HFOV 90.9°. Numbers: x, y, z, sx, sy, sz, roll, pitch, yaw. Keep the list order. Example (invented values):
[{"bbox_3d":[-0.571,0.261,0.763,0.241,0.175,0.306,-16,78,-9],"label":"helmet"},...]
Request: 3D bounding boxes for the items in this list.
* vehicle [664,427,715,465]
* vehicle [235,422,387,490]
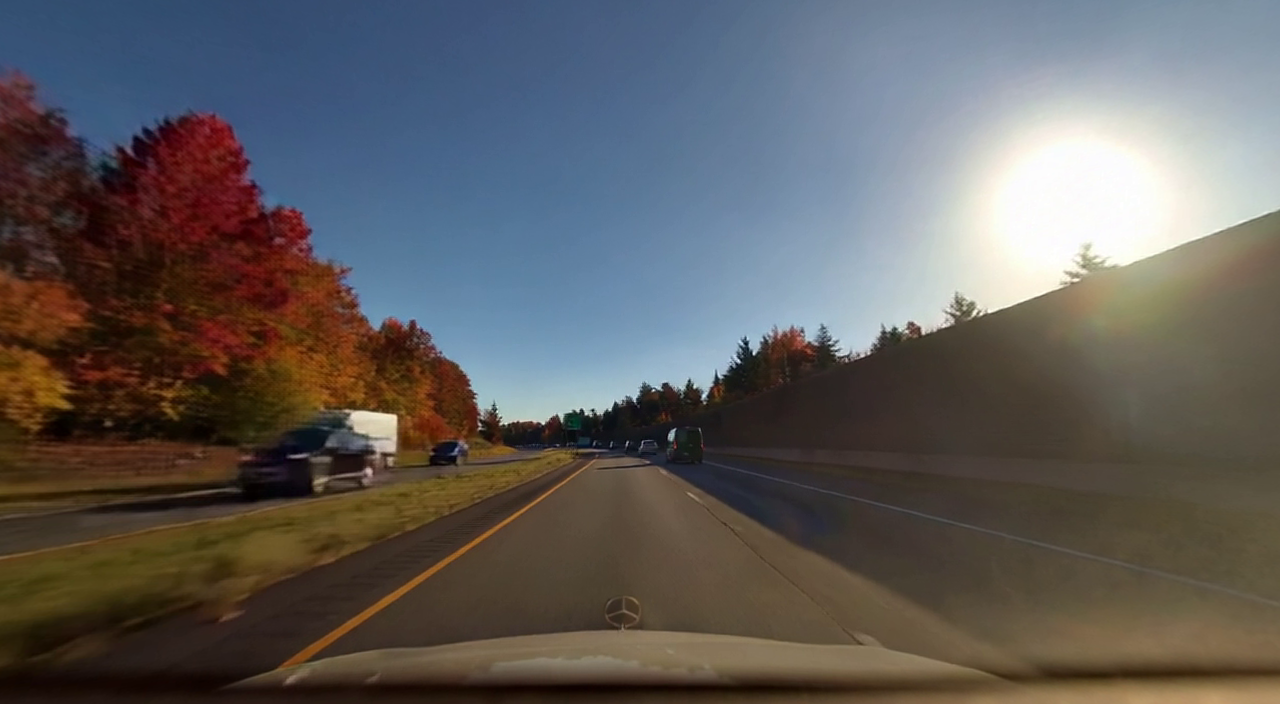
[{"bbox_3d":[2.840,5.536,37.223,2.393,2.072,4.958,1,-8,-3],"label":"vehicle"},{"bbox_3d":[-8.167,2.613,16.108,1.797,1.509,3.905,1,-8,-1],"label":"vehicle"}]
